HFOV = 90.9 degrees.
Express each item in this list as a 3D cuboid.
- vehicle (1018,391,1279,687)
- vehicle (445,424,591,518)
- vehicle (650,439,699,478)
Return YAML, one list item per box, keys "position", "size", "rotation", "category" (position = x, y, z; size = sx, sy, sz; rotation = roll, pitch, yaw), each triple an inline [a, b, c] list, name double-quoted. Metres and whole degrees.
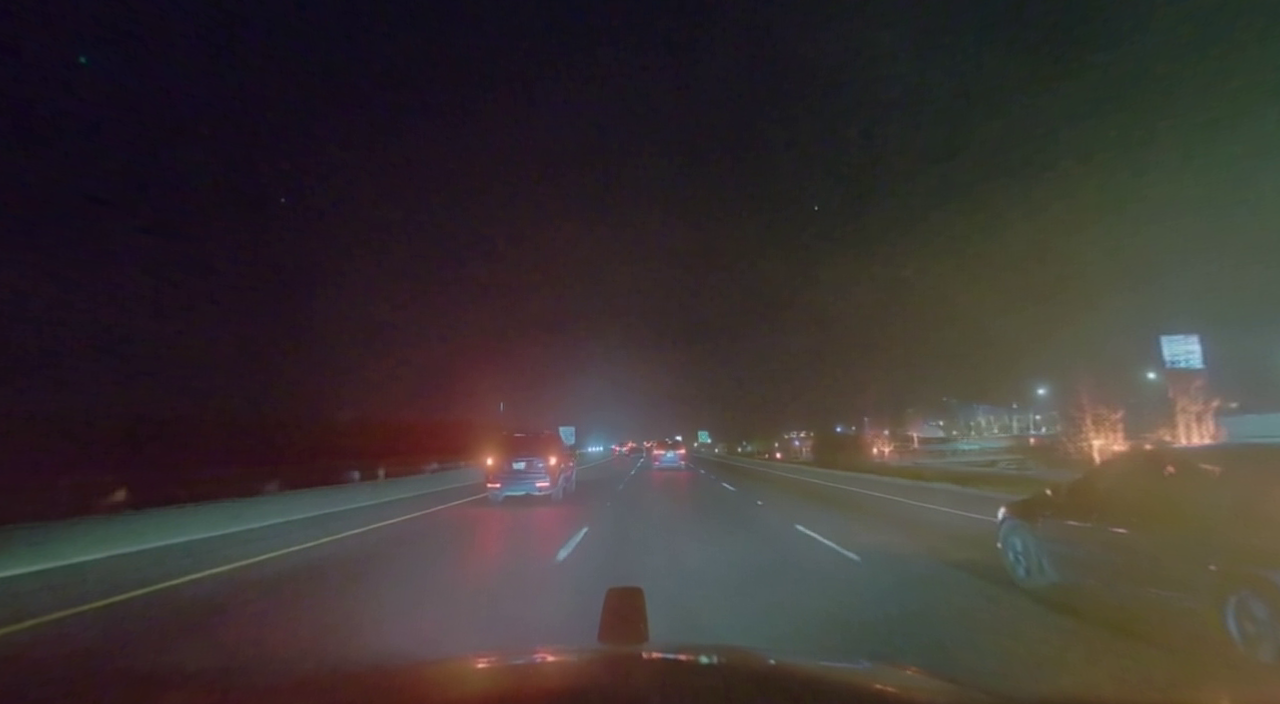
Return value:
- position: [4.479, 1.018, 3.465]
  size: [2.027, 1.588, 4.611]
  rotation: [0, -8, 2]
  category: "vehicle"
- position: [-2.502, 2.607, 14.355]
  size: [2.239, 1.761, 4.620]
  rotation: [-1, -8, 2]
  category: "vehicle"
- position: [1.448, 4.685, 28.032]
  size: [2.000, 1.558, 3.945]
  rotation: [0, -8, 1]
  category: "vehicle"
